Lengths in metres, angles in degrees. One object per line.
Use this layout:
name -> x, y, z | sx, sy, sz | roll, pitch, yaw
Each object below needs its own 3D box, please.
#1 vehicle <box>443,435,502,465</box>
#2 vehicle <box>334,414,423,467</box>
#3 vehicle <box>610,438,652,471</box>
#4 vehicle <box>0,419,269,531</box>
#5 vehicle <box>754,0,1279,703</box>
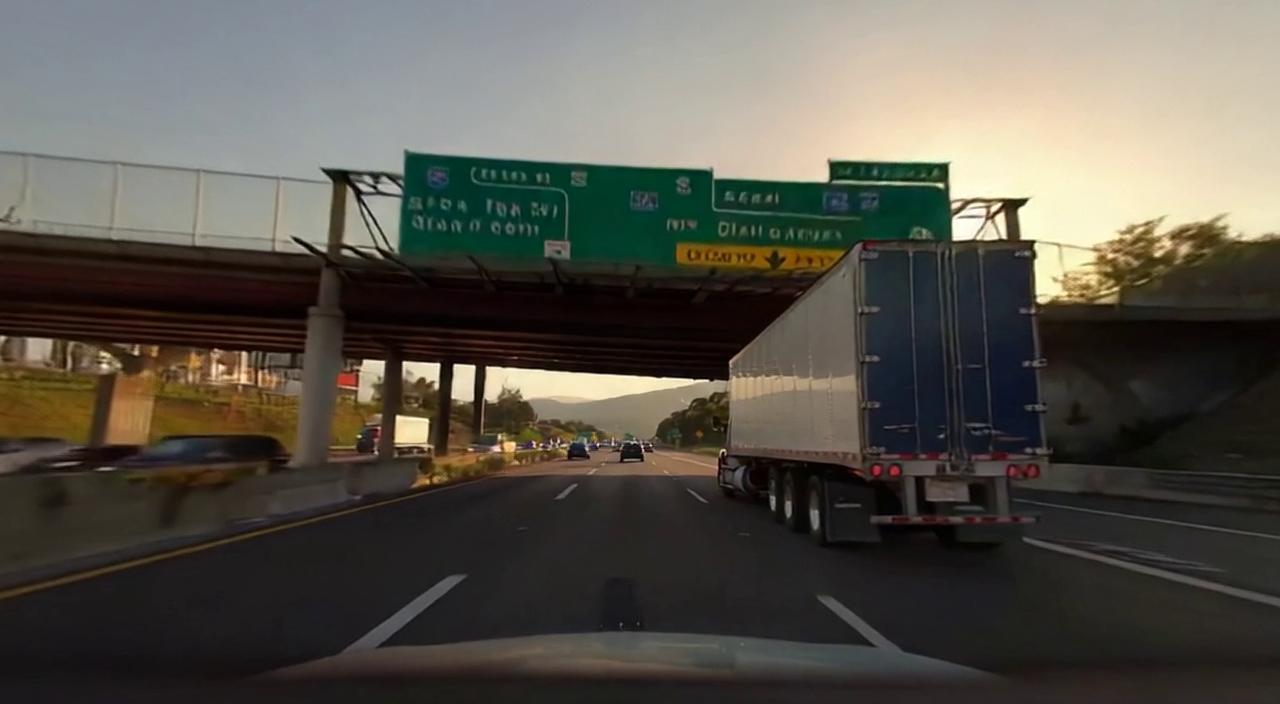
vehicle -> -10.543, 6.244, 40.222 | 2.472, 1.758, 4.813 | 0, -9, -1
vehicle -> -17.902, 6.215, 43.859 | 2.906, 3.329, 7.651 | 0, -9, -1
vehicle -> -0.500, 5.590, 34.495 | 2.191, 1.685, 4.015 | 0, -9, -1
vehicle -> -9.516, 2.225, 11.961 | 2.153, 1.681, 4.705 | 0, -9, -1
vehicle -> 3.421, -0.343, 1.784 | 2.996, 4.123, 15.965 | 0, -9, -1
